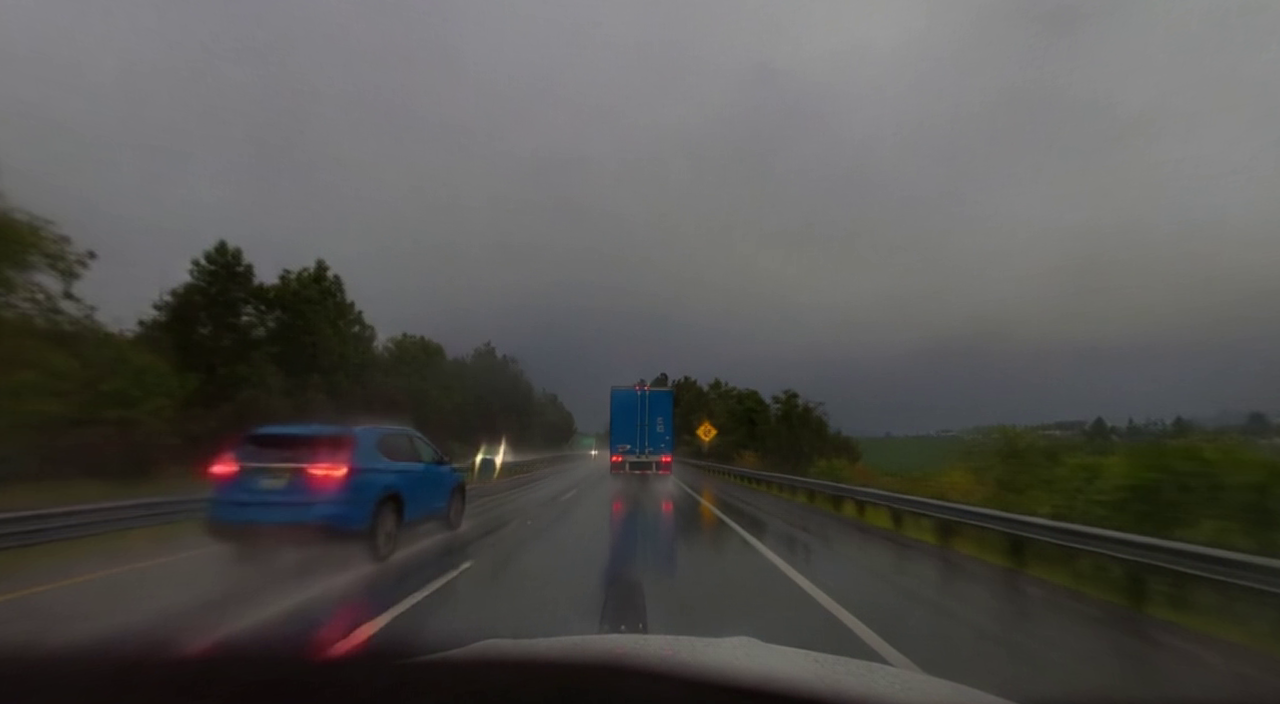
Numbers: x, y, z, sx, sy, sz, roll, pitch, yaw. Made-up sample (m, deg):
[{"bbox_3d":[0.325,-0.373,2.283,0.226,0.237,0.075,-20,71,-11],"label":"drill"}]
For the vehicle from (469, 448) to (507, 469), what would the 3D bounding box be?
[{"bbox_3d":[-11.621,8.165,48.472,2.002,1.506,4.416,0,-9,-2],"label":"vehicle"}]

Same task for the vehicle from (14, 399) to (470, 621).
[{"bbox_3d":[-3.606,1.532,7.016,2.160,1.661,4.388,0,-9,0],"label":"vehicle"}]

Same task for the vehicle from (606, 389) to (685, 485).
[{"bbox_3d":[0.036,3.817,27.801,2.913,3.530,8.648,0,-9,-2],"label":"vehicle"}]
